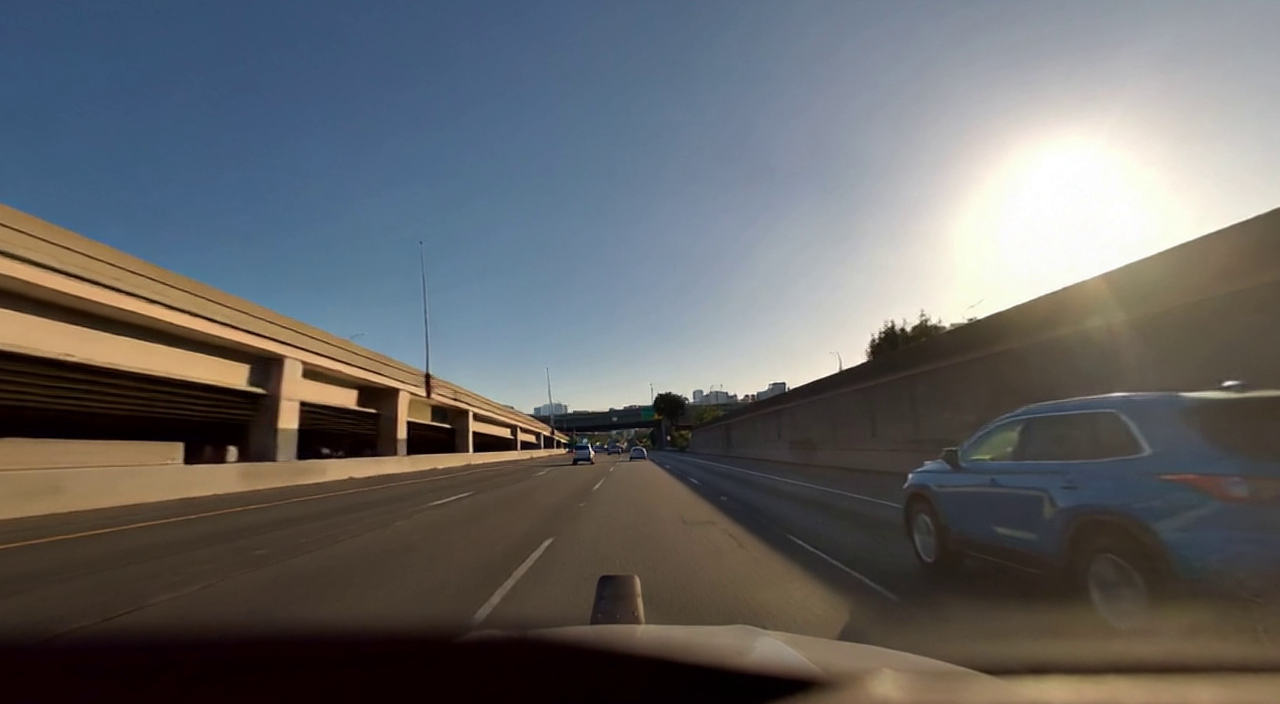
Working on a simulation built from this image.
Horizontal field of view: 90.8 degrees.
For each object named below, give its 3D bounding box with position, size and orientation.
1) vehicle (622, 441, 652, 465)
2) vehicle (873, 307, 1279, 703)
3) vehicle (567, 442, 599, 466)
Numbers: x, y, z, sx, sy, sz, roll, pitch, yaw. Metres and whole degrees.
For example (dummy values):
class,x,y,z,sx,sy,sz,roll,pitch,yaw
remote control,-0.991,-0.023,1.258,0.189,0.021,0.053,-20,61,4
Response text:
class,x,y,z,sx,sy,sz,roll,pitch,yaw
vehicle,-0.227,7.389,46.501,2.132,1.657,3.967,0,-8,-1
vehicle,3.718,1.014,4.384,2.288,1.841,4.779,0,-8,-1
vehicle,-4.081,7.336,45.778,2.000,1.646,4.201,0,-8,-1
